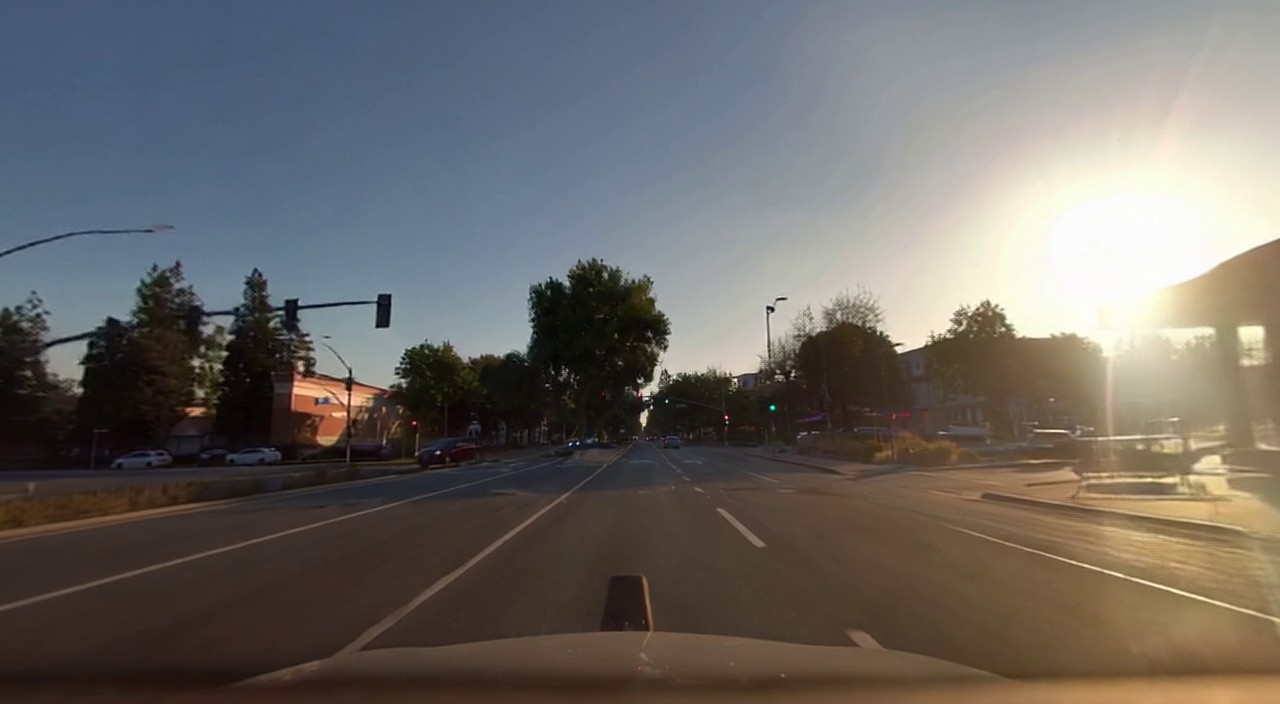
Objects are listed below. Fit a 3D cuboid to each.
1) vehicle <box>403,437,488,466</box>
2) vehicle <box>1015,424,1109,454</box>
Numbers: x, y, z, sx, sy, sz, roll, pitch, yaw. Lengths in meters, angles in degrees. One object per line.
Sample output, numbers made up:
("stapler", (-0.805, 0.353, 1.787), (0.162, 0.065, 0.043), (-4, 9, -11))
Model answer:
("vehicle", (-12.921, 6.627, 42.089), (4.938, 1.863, 2.162), (-1, -8, 4))
("vehicle", (22.372, 4.617, 33.385), (4.694, 1.481, 1.884), (4, -9, -26))
